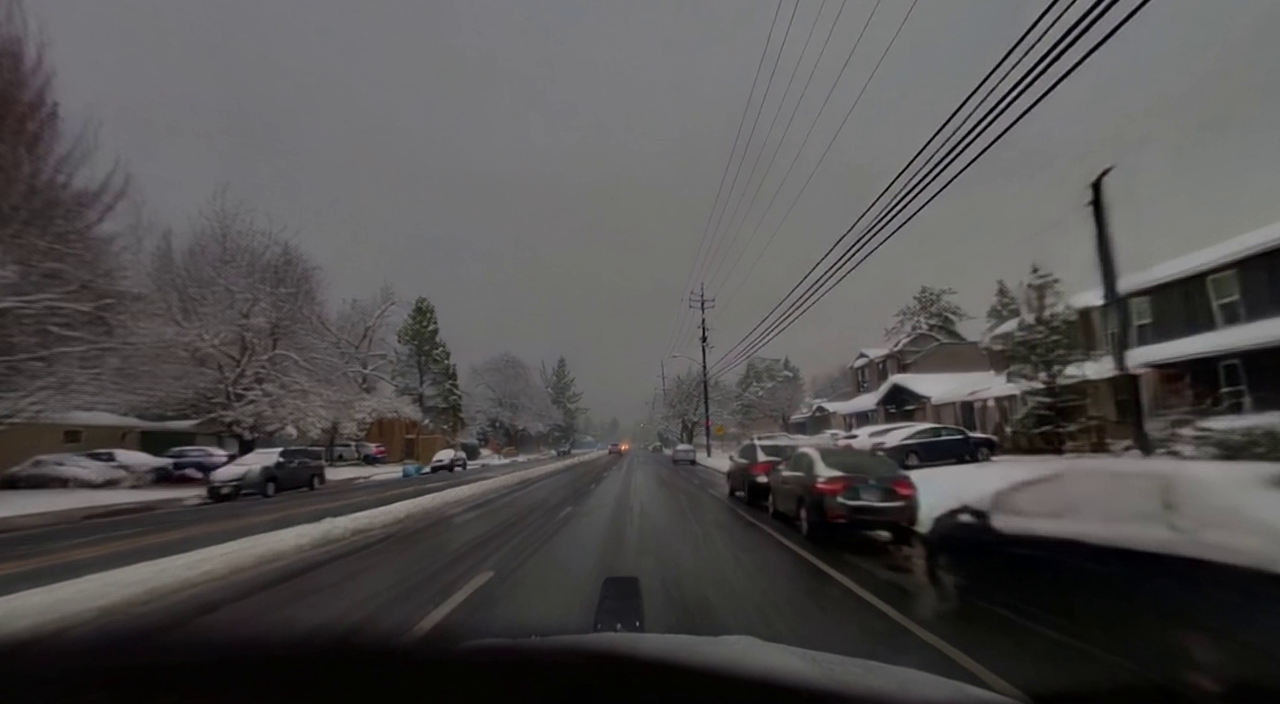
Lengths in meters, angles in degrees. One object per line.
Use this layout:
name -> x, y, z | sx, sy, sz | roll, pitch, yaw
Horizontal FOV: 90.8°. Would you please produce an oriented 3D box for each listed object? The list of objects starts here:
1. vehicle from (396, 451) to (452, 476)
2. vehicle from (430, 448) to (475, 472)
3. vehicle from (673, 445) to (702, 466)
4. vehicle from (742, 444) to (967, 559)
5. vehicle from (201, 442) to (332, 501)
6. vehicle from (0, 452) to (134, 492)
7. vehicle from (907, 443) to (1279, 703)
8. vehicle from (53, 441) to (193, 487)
vehicle -> -14.042, 7.278, 41.403 | 2.011, 1.480, 4.644 | 0, -8, 0
vehicle -> -13.844, 7.953, 46.843 | 1.916, 1.632, 4.440 | 0, -8, 1
vehicle -> 3.576, 7.829, 47.926 | 1.855, 1.518, 4.707 | 0, -9, 0
vehicle -> 3.072, 2.225, 10.271 | 1.866, 1.414, 4.604 | 0, -9, -2
vehicle -> -13.640, 4.342, 23.491 | 2.137, 1.852, 4.541 | -2, -8, 0
vehicle -> -22.155, 4.608, 24.417 | 3.692, 1.441, 1.625 | 0, -9, -2
vehicle -> 3.538, 1.296, 4.040 | 1.818, 1.400, 4.640 | 0, -9, 3
vehicle -> -22.387, 4.857, 27.504 | 4.351, 1.739, 1.890 | -2, -9, -3
